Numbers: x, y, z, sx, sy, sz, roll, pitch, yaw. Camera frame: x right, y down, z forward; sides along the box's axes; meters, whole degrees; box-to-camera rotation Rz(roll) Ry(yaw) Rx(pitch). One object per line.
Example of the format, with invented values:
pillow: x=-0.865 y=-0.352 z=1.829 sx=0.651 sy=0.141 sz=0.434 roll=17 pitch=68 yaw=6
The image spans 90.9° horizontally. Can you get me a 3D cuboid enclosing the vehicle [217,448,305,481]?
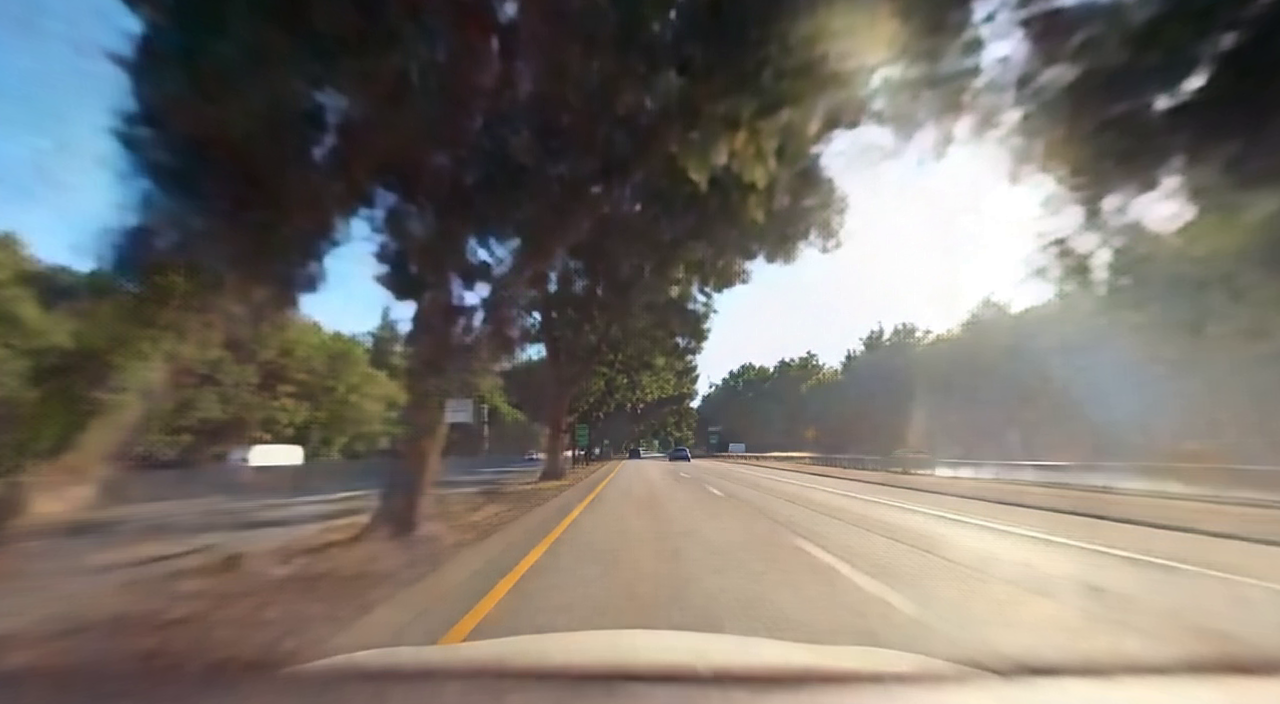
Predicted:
vehicle: x=-29.135 y=8.637 z=48.777 sx=2.666 sy=2.344 sz=6.287 roll=0 pitch=-9 yaw=2

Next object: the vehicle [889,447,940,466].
vehicle: x=21.678 y=8.255 z=49.911 sx=1.926 sy=1.386 sz=3.719 roll=1 pitch=-9 yaw=-9
